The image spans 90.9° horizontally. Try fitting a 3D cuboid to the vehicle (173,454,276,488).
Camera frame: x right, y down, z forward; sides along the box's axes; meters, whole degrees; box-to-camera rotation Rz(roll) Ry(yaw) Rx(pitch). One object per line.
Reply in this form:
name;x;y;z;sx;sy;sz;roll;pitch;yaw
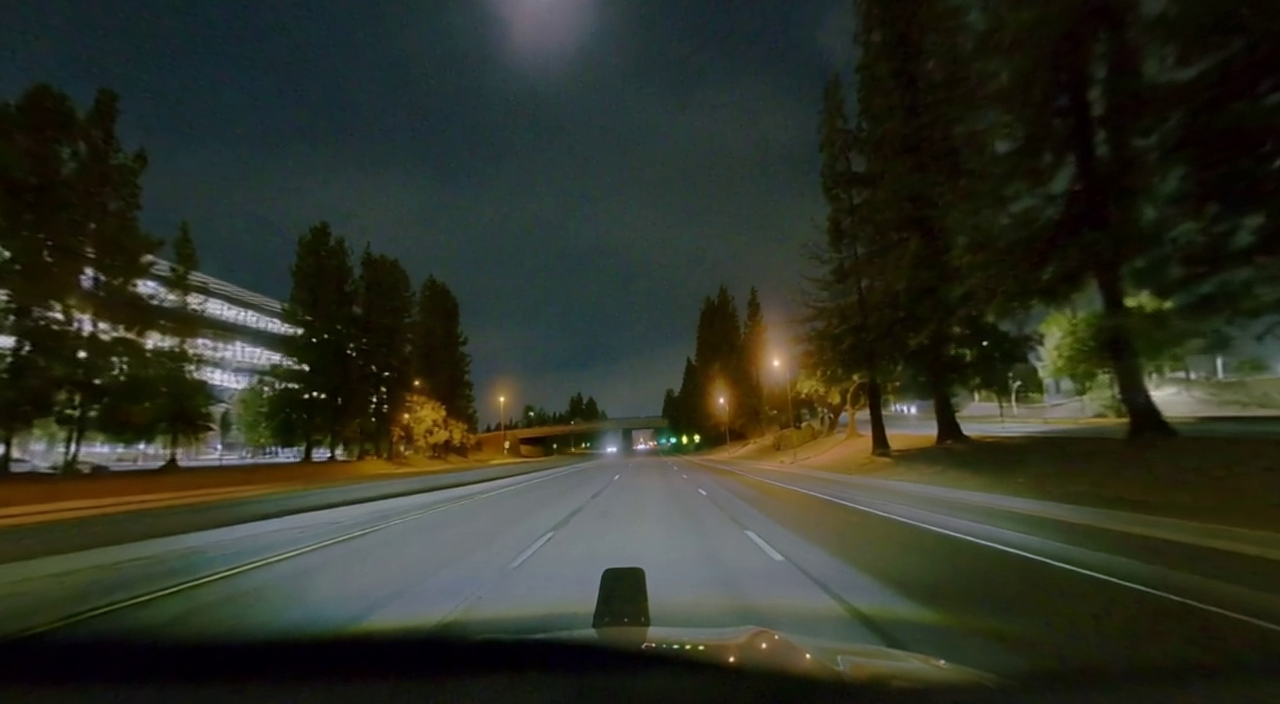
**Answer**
vehicle;-21.523;6.159;32.939;1.945;1.481;5.005;-3;-8;1
